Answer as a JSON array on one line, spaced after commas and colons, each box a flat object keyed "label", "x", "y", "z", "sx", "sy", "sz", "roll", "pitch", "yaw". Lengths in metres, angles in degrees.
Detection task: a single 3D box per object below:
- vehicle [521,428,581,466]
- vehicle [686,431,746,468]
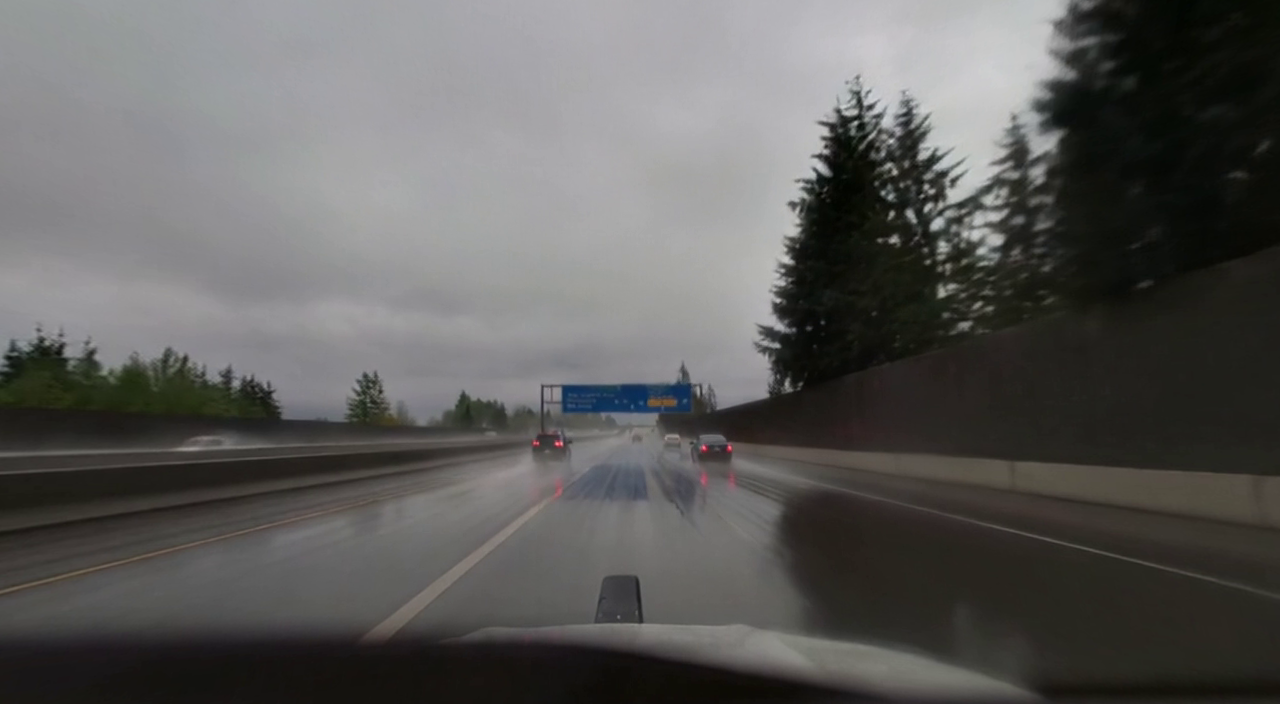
[{"label": "vehicle", "x": -4.122, "y": 4.482, "z": 29.809, "sx": 2.219, "sy": 1.660, "sz": 4.153, "roll": 0, "pitch": -8, "yaw": 0}, {"label": "vehicle", "x": 3.427, "y": 4.466, "z": 29.083, "sx": 2.077, "sy": 1.523, "sz": 4.539, "roll": 0, "pitch": -8, "yaw": -2}]
